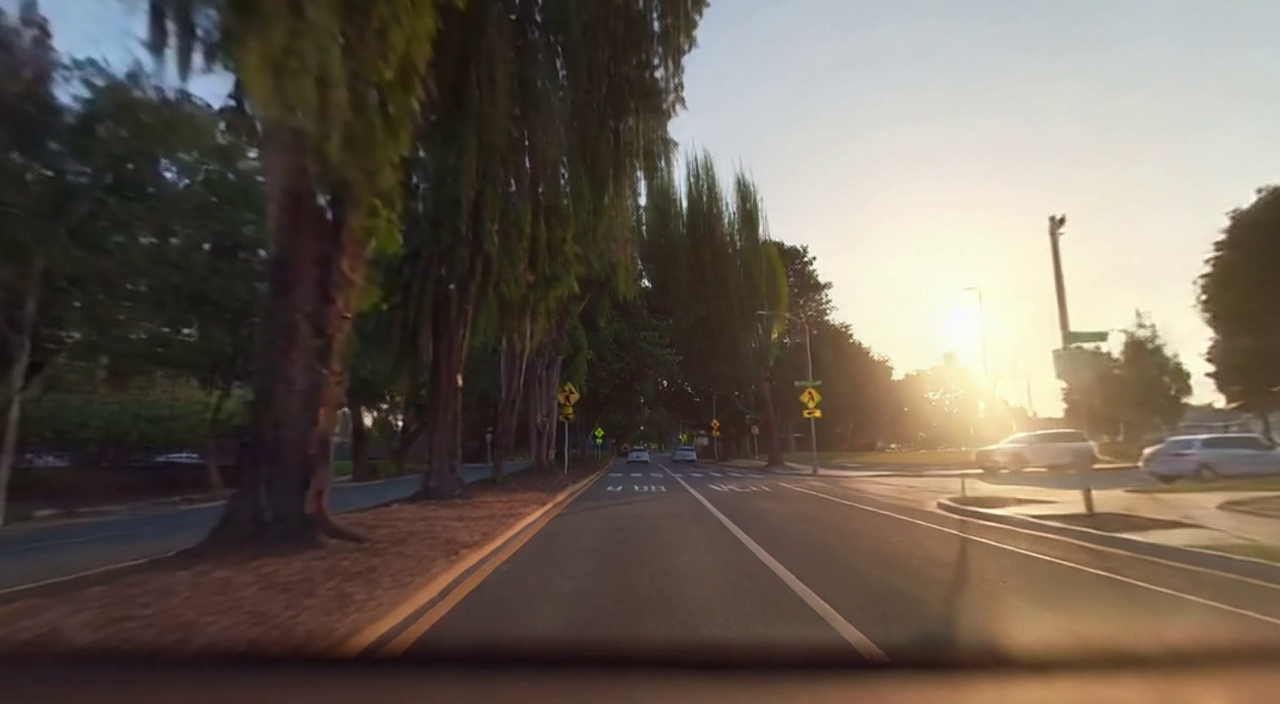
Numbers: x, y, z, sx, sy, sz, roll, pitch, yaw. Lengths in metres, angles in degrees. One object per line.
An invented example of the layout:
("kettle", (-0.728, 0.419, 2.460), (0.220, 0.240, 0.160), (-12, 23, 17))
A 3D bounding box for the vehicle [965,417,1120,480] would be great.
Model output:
("vehicle", (18.205, 4.347, 28.792), (5.378, 2.566, 2.402), (-1, -7, -2))

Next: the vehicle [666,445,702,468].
("vehicle", (3.030, 7.257, 44.173), (2.142, 1.501, 4.273), (0, -9, -1))

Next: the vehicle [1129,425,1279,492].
("vehicle", (18.940, 3.340, 20.115), (4.636, 1.860, 2.347), (-2, -8, 1))
